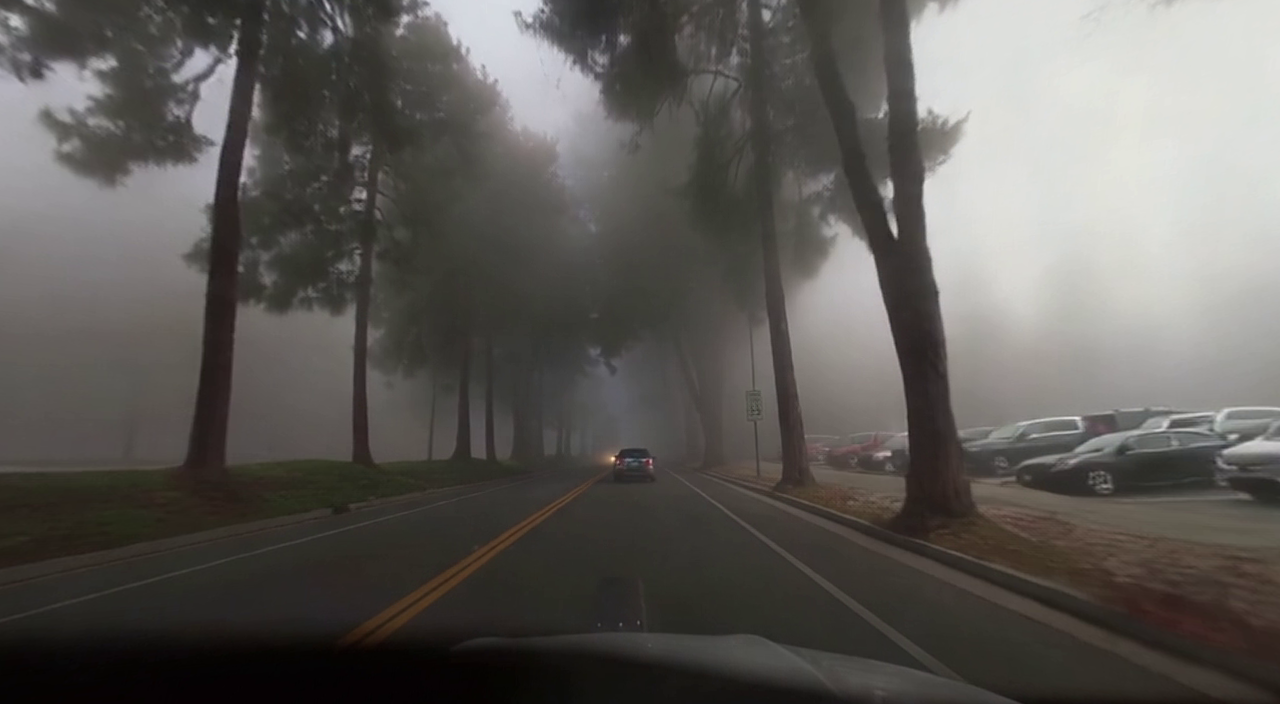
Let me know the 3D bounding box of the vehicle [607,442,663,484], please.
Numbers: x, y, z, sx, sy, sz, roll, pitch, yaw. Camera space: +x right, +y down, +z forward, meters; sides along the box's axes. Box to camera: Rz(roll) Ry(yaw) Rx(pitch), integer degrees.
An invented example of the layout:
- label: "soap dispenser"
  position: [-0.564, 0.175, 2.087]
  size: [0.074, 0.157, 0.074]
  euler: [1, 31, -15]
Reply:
- label: "vehicle"
  position: [-0.159, 4.645, 26.772]
  size: [2.152, 1.574, 4.223]
  euler: [-1, -8, 1]
